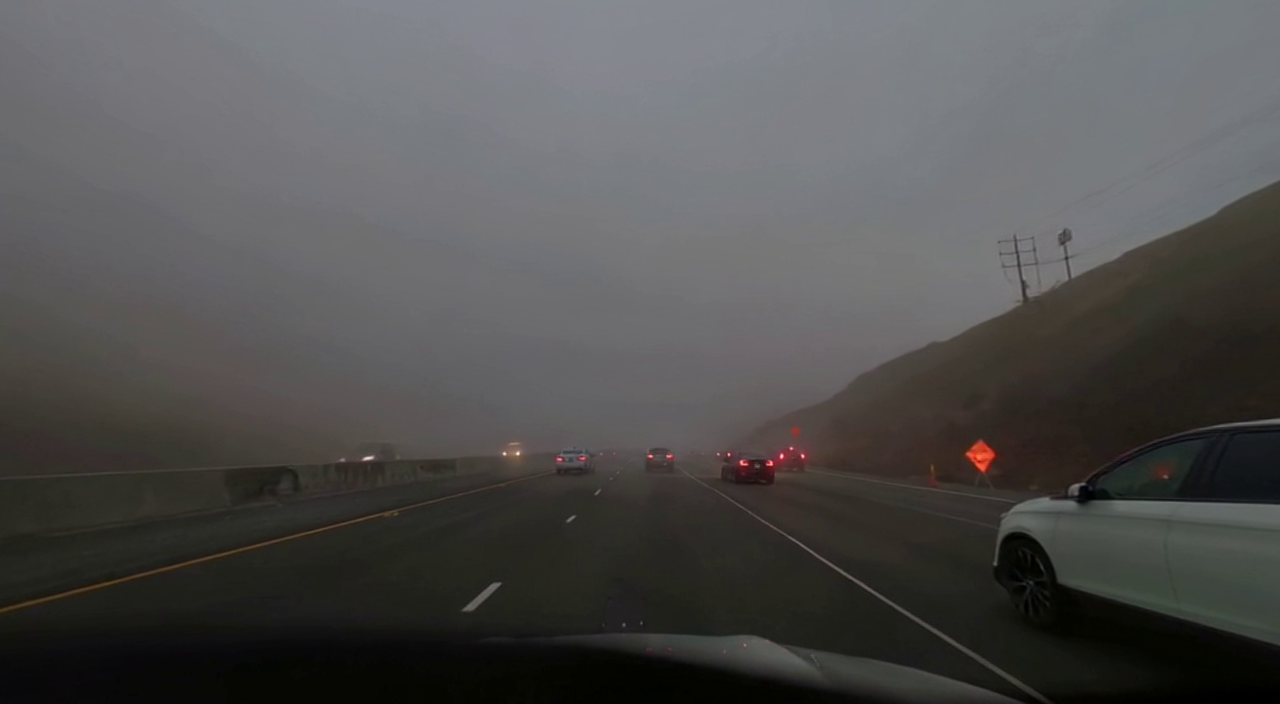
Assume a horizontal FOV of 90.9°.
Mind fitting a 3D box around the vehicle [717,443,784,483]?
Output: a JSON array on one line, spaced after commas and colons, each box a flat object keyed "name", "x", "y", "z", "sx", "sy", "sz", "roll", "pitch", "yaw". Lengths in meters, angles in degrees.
[{"name": "vehicle", "x": 4.340, "y": 4.393, "z": 25.320, "sx": 1.867, "sy": 1.465, "sz": 4.093, "roll": 0, "pitch": -8, "yaw": -1}]

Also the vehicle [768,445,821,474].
[{"name": "vehicle", "x": 8.395, "y": 5.848, "z": 34.601, "sx": 1.843, "sy": 1.505, "sz": 4.007, "roll": 0, "pitch": -8, "yaw": 0}]

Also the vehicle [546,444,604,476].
[{"name": "vehicle", "x": -3.017, "y": 5.127, "z": 30.232, "sx": 2.232, "sy": 1.438, "sz": 4.163, "roll": -1, "pitch": -8, "yaw": 2}]

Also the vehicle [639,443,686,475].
[{"name": "vehicle", "x": 1.050, "y": 5.346, "z": 31.779, "sx": 2.138, "sy": 1.473, "sz": 4.392, "roll": 0, "pitch": -8, "yaw": 0}]

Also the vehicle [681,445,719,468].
[{"name": "vehicle", "x": 4.074, "y": 7.101, "z": 43.195, "sx": 2.177, "sy": 1.453, "sz": 4.205, "roll": 0, "pitch": -8, "yaw": 0}]

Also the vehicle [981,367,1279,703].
[{"name": "vehicle", "x": 3.915, "y": 0.926, "z": 2.979, "sx": 2.018, "sy": 1.670, "sz": 4.658, "roll": 0, "pitch": -8, "yaw": 1}]
